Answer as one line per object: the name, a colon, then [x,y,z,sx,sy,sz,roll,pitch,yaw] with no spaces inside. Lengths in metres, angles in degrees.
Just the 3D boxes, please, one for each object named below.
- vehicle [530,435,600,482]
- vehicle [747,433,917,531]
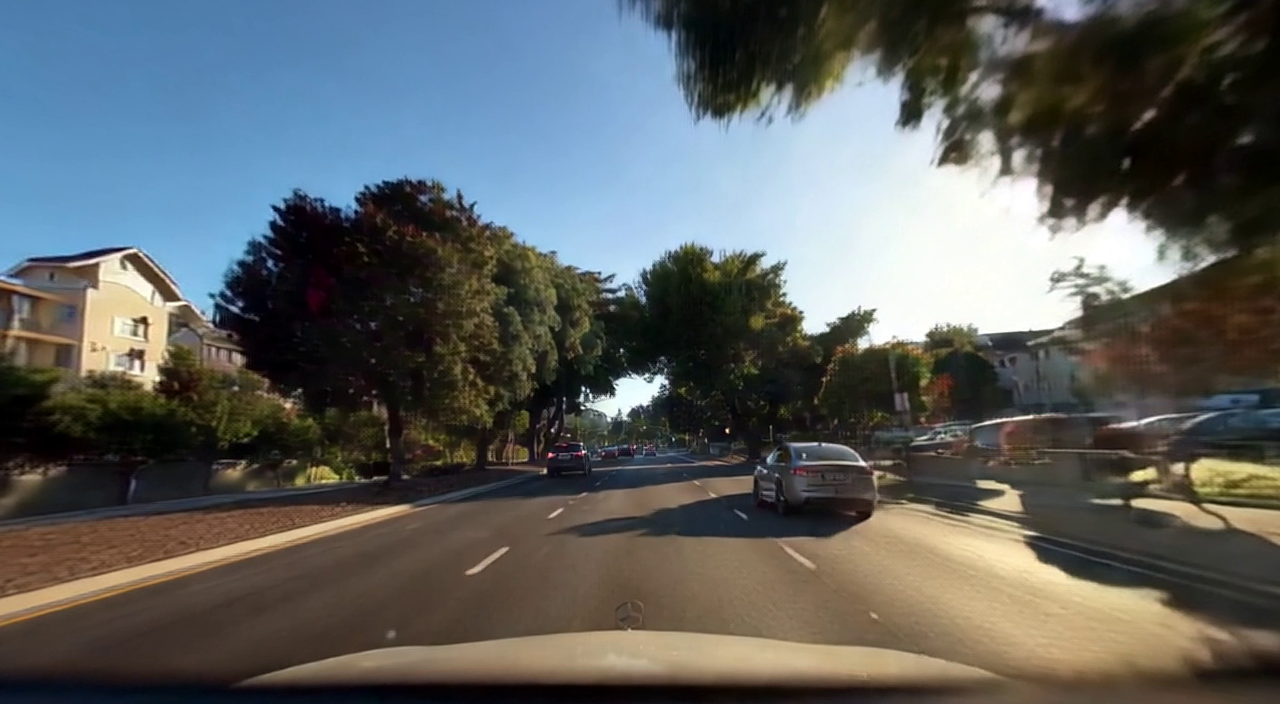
vehicle: [-3.112,4.573,27.275,2.216,1.828,4.886,-1,-9,3]
vehicle: [3.422,2.391,12.222,1.945,1.530,4.320,0,-9,0]
